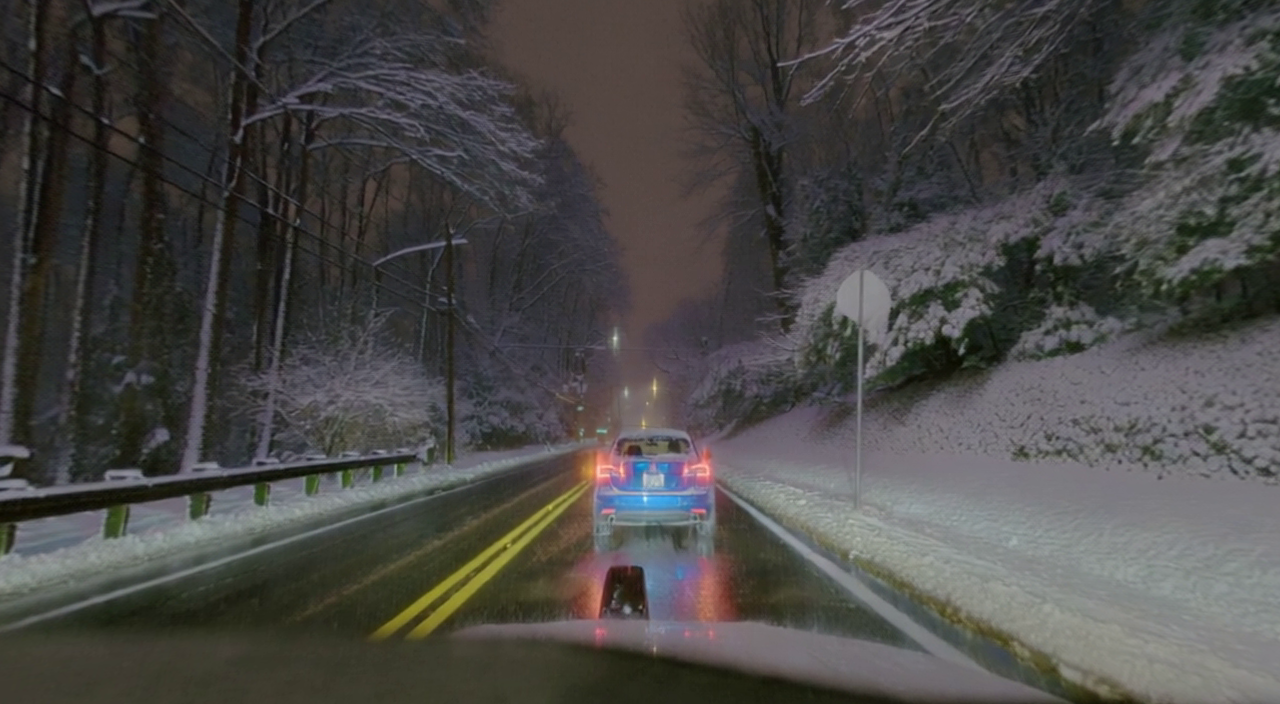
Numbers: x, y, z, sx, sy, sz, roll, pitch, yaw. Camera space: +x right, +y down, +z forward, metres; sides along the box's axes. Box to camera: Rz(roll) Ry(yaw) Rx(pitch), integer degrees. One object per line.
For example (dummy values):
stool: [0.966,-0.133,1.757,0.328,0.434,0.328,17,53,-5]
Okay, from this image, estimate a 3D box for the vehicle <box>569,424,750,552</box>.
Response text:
vehicle: [0.265,1.936,9.575,2.187,1.533,3.726,0,-8,1]
